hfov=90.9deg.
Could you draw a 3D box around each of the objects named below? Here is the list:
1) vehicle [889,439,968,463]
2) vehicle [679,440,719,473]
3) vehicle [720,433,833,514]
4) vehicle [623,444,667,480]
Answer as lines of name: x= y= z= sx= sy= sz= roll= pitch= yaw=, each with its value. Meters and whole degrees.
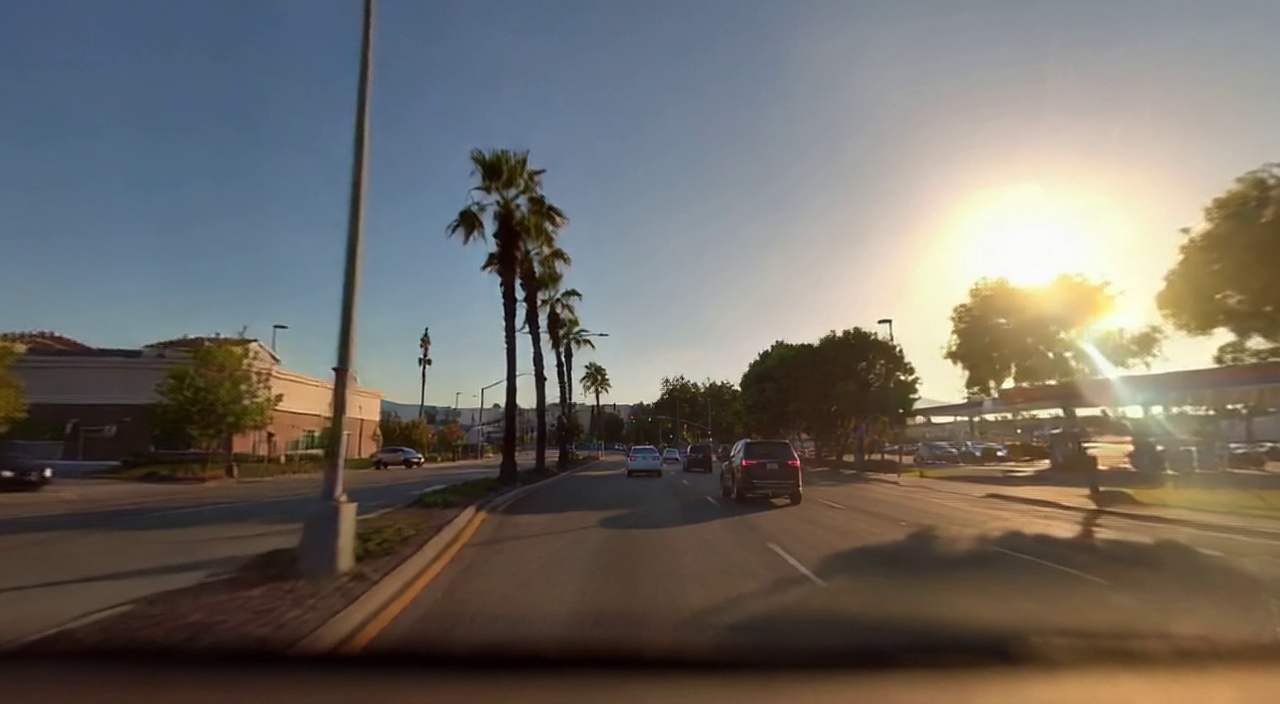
vehicle: x=21.807 y=7.492 z=47.776 sx=4.831 sy=1.816 sz=2.295 roll=0 pitch=-8 yaw=-2
vehicle: x=3.824 y=6.844 z=41.576 sx=2.154 sy=1.975 sz=4.634 roll=0 pitch=-8 yaw=-1
vehicle: x=3.238 y=2.938 z=15.738 sx=1.872 sy=1.752 sz=3.896 roll=0 pitch=-8 yaw=-1
vehicle: x=0.251 y=5.332 z=30.881 sx=1.991 sy=1.664 sz=3.814 roll=0 pitch=-8 yaw=0
